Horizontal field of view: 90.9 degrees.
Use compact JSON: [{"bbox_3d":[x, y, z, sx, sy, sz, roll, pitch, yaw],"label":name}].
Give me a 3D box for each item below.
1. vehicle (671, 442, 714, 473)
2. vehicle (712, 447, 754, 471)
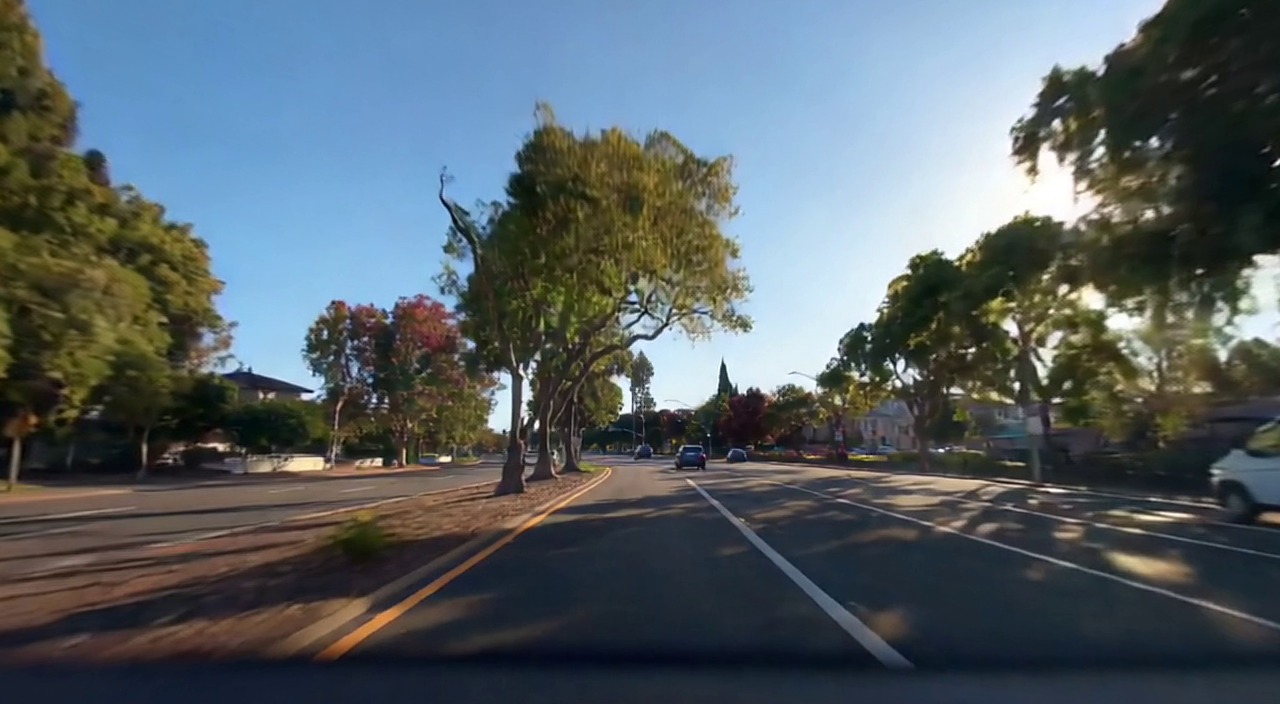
[{"bbox_3d":[3.286,6.687,40.191,2.046,1.818,4.603,0,-9,-4],"label":"vehicle"},{"bbox_3d":[6.513,7.587,44.814,1.969,1.522,4.609,0,-9,-4],"label":"vehicle"}]
